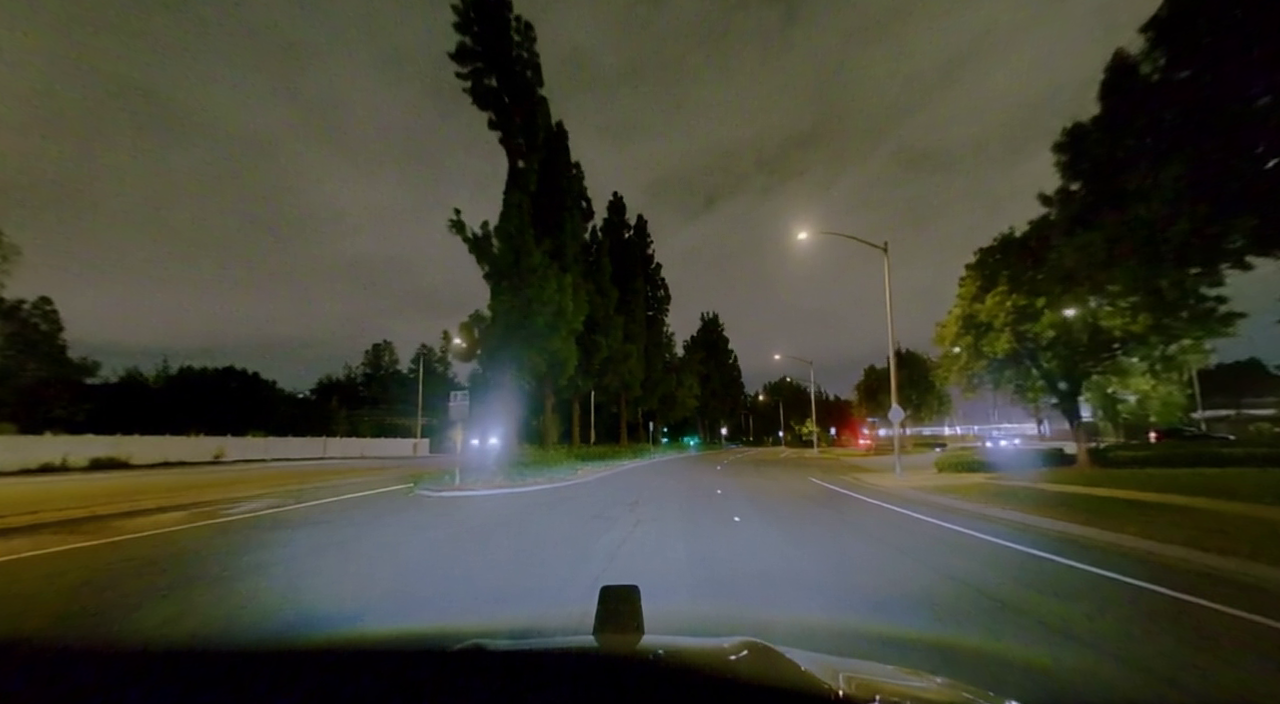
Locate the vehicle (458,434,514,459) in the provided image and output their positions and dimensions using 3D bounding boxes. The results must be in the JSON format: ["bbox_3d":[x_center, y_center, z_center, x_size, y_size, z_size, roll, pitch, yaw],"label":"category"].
[{"bbox_3d":[-10.711,6.629,44.093,1.995,1.658,4.542,-2,-9,11],"label":"vehicle"}]

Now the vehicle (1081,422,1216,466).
[{"bbox_3d":[27.753,4.956,34.568,2.271,2.010,5.139,-1,-5,-29],"label":"vehicle"}]
